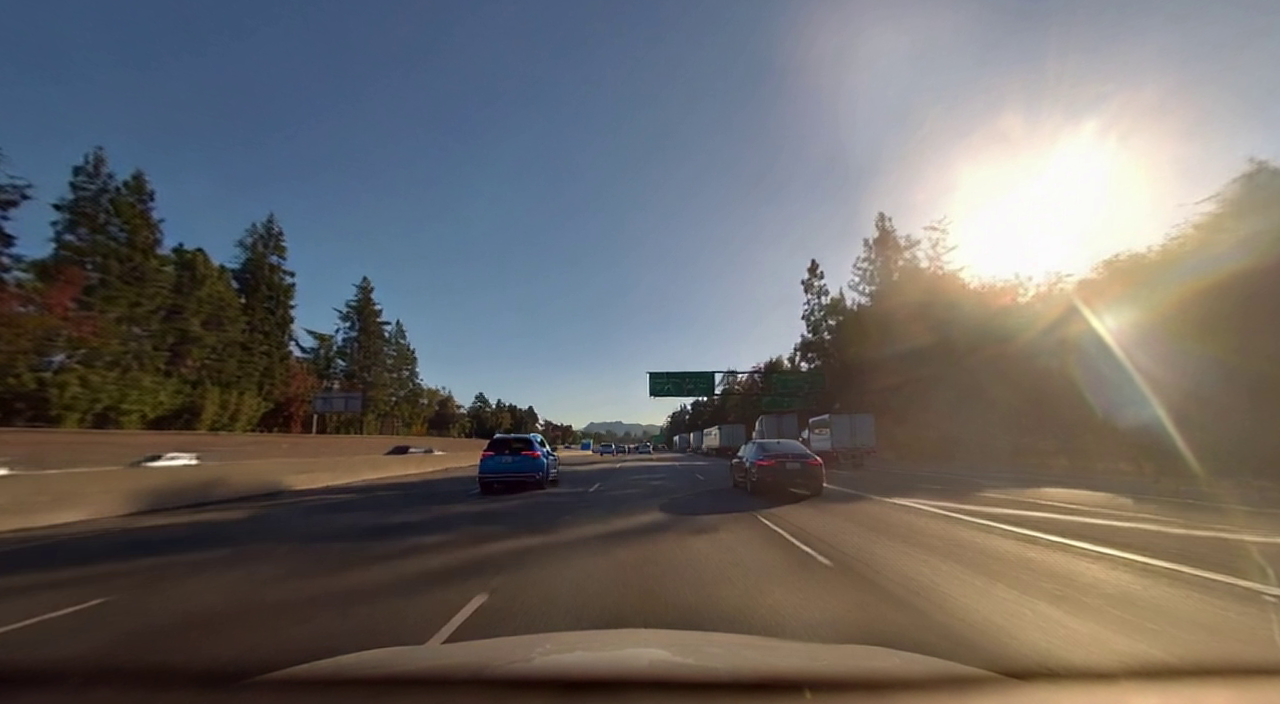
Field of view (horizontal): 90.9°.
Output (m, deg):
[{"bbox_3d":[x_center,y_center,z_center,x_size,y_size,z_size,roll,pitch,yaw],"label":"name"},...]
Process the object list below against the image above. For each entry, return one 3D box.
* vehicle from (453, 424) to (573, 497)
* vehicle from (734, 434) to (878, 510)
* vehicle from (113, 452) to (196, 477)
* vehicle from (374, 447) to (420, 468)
[{"bbox_3d":[-3.381,3.057,18.081,2.218,1.764,5.229,0,-9,2],"label":"vehicle"},{"bbox_3d":[3.635,2.737,14.862,2.080,1.493,4.674,0,-9,-1],"label":"vehicle"},{"bbox_3d":[-35.173,8.149,45.864,1.985,1.654,4.881,0,-9,3],"label":"vehicle"},{"bbox_3d":[-19.105,8.298,49.816,1.801,1.554,4.584,0,-9,0],"label":"vehicle"}]
